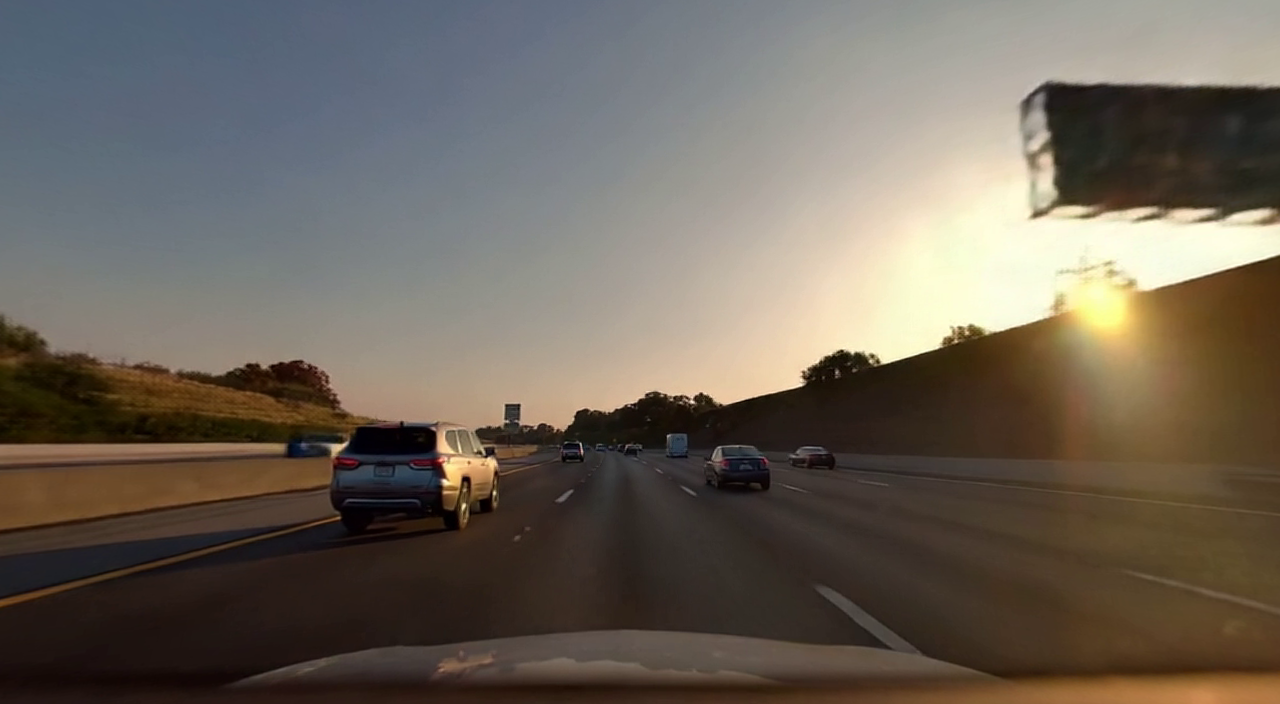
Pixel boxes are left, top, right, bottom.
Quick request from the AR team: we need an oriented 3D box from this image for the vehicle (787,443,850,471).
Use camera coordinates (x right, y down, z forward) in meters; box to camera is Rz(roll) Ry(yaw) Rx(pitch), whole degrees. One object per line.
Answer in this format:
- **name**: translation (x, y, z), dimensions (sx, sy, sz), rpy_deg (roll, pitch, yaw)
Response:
- **vehicle**: translation (10.108, 5.977, 36.111), dimensions (2.105, 1.496, 4.393), rpy_deg (0, -8, -3)

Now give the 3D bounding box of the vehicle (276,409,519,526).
- **vehicle**: translation (-4.425, 2.273, 13.024), dimensions (2.684, 1.839, 5.803), rpy_deg (0, -8, 0)

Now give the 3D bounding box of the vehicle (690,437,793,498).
- **vehicle**: translation (2.739, 3.258, 18.183), dimensions (2.053, 1.510, 4.400), rpy_deg (0, -8, -2)

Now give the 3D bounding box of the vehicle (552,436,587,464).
- **vehicle**: translation (-4.902, 6.920, 44.485), dimensions (2.149, 1.843, 4.348), rpy_deg (1, -9, -2)
